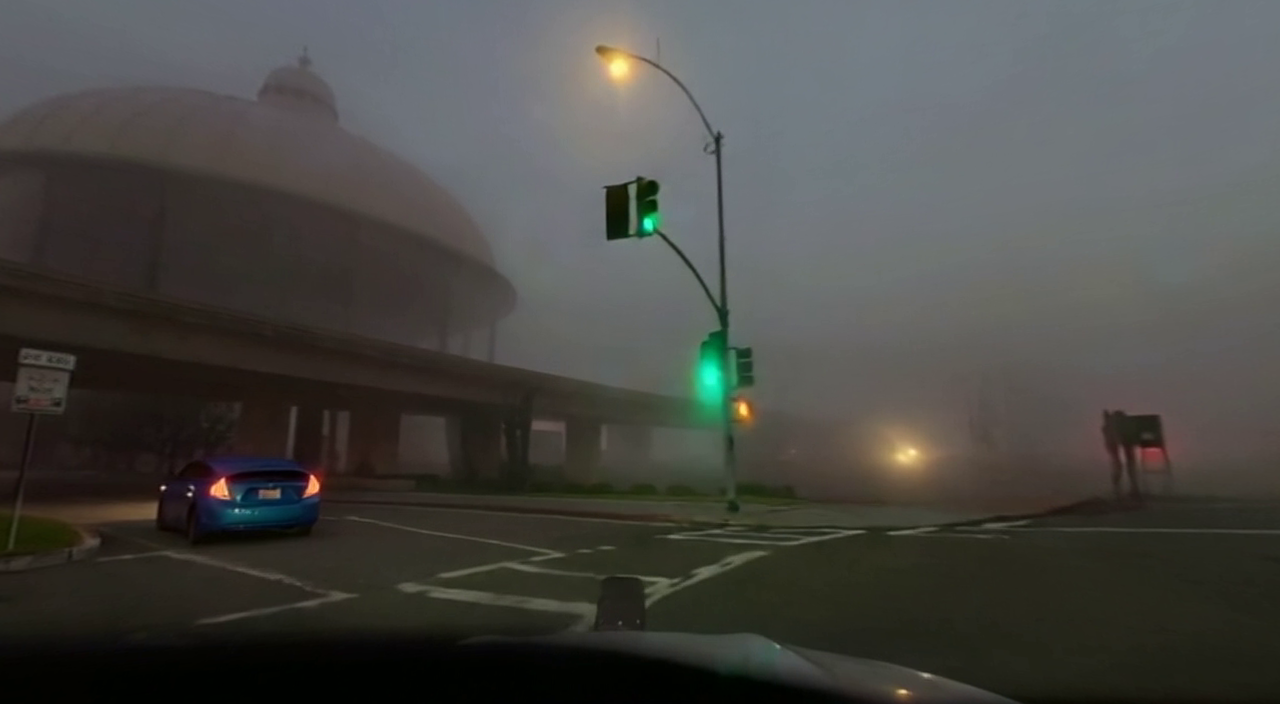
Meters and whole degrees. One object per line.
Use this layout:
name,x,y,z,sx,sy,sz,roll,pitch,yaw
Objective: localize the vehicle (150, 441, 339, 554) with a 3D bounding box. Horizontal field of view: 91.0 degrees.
vehicle,-7.009,2.383,11.016,1.976,1.584,3.772,8,-12,-42
